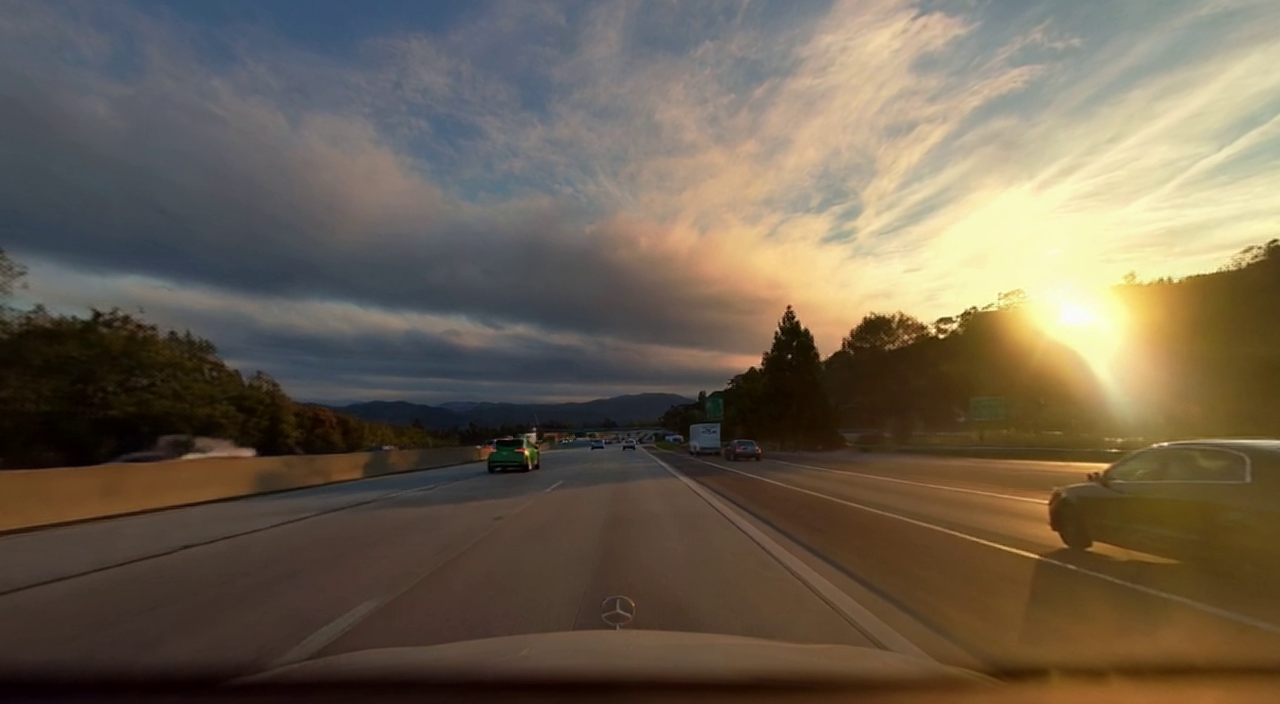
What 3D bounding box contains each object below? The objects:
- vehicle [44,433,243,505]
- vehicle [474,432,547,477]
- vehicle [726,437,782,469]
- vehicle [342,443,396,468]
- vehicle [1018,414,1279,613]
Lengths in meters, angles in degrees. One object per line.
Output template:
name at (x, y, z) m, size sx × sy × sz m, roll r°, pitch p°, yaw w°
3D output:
vehicle at (-12.956, 3.023, 16.866) m, size 1.902 × 1.647 × 4.241 m, roll 0°, pitch -8°, yaw -1°
vehicle at (-4.769, 3.818, 23.824) m, size 1.966 × 1.570 × 3.859 m, roll 0°, pitch -8°, yaw 0°
vehicle at (5.427, 4.828, 30.475) m, size 1.920 × 1.436 × 3.890 m, roll 0°, pitch -8°, yaw -2°
vehicle at (-16.928, 6.450, 39.524) m, size 1.761 × 1.419 × 3.733 m, roll 0°, pitch -8°, yaw 0°
vehicle at (5.834, 1.362, 5.811) m, size 2.028 × 1.488 × 4.236 m, roll 0°, pitch -8°, yaw -1°
